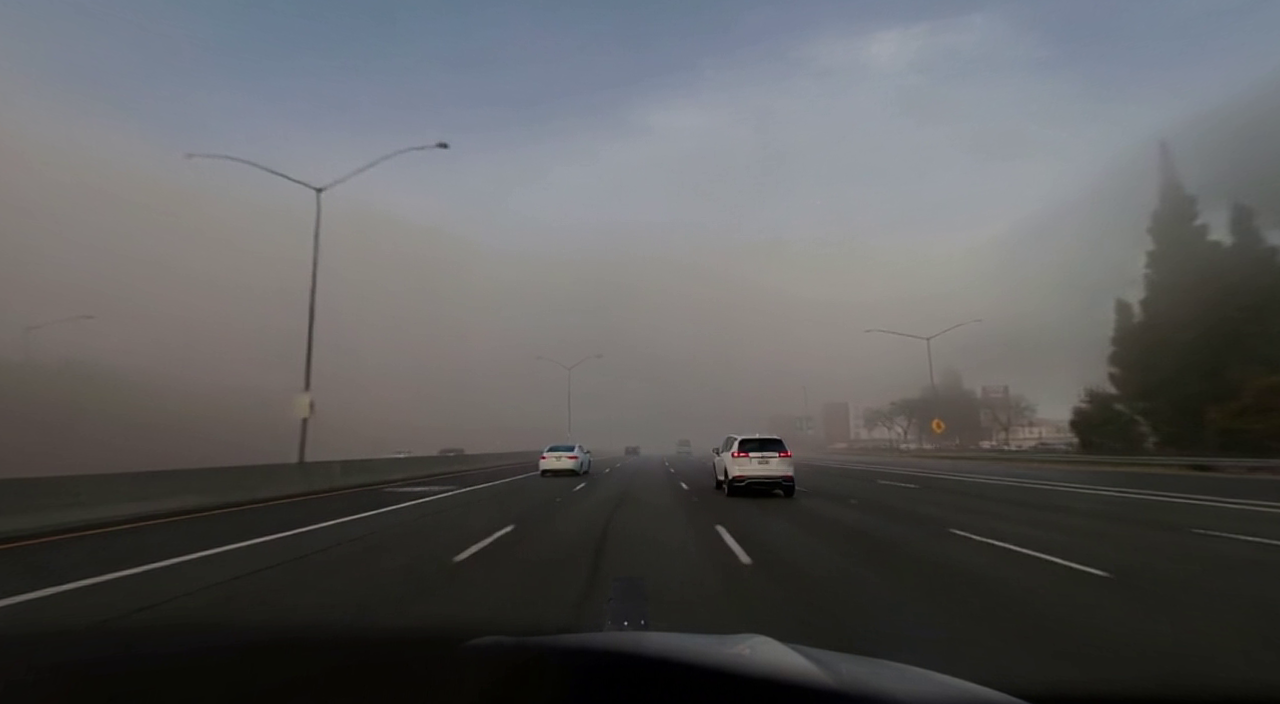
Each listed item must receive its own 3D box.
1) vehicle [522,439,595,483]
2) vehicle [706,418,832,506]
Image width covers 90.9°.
[{"bbox_3d":[-3.073,4.240,24.879,2.080,1.542,4.718,-1,-8,2],"label":"vehicle"},{"bbox_3d":[3.025,2.713,15.979,2.148,1.852,4.835,0,-8,0],"label":"vehicle"}]
